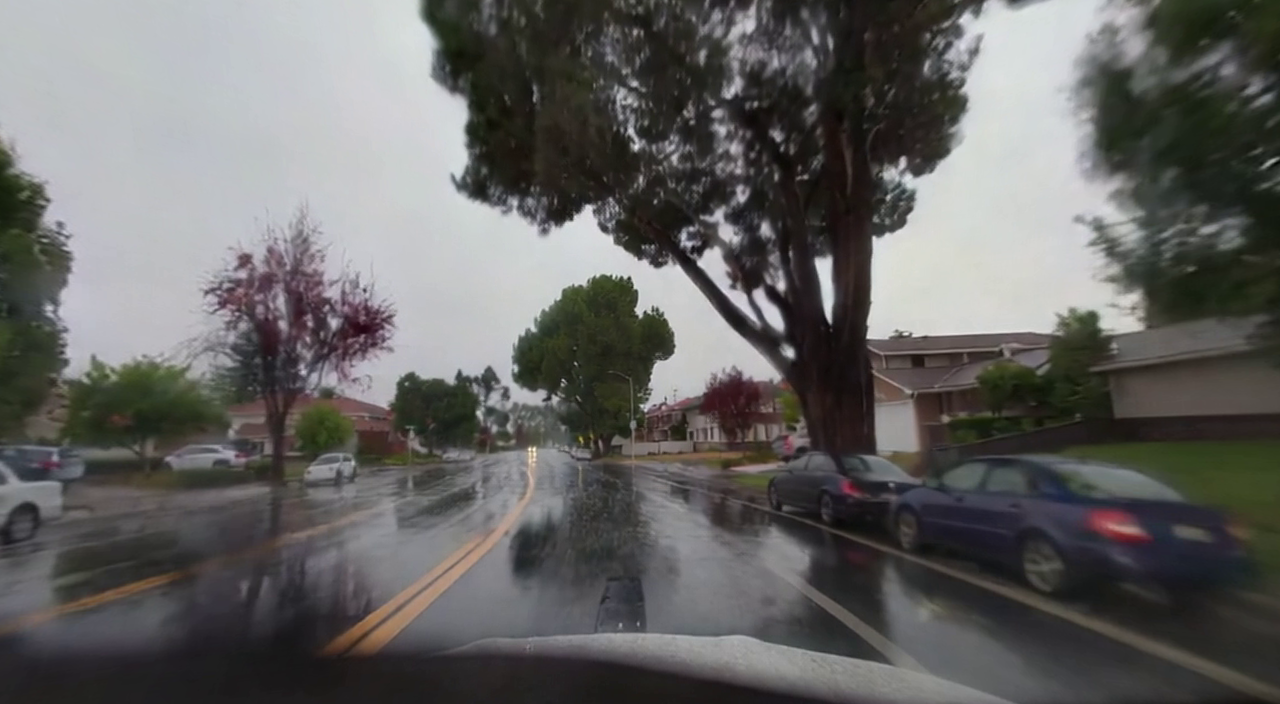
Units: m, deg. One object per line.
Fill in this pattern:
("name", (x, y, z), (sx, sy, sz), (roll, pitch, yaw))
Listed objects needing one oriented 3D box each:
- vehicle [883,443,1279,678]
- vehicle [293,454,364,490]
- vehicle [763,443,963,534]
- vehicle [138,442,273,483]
("vehicle", (4.563, 1.662, 6.451), (1.872, 1.423, 4.874), (0, -9, -5))
("vehicle", (-14.921, 5.737, 30.514), (1.870, 1.451, 4.140), (0, -8, -8))
("vehicle", (4.063, 2.534, 12.380), (2.029, 1.449, 4.028), (1, -9, -7))
("vehicle", (-23.211, 5.917, 33.958), (5.560, 1.892, 2.099), (-1, -9, -7))
